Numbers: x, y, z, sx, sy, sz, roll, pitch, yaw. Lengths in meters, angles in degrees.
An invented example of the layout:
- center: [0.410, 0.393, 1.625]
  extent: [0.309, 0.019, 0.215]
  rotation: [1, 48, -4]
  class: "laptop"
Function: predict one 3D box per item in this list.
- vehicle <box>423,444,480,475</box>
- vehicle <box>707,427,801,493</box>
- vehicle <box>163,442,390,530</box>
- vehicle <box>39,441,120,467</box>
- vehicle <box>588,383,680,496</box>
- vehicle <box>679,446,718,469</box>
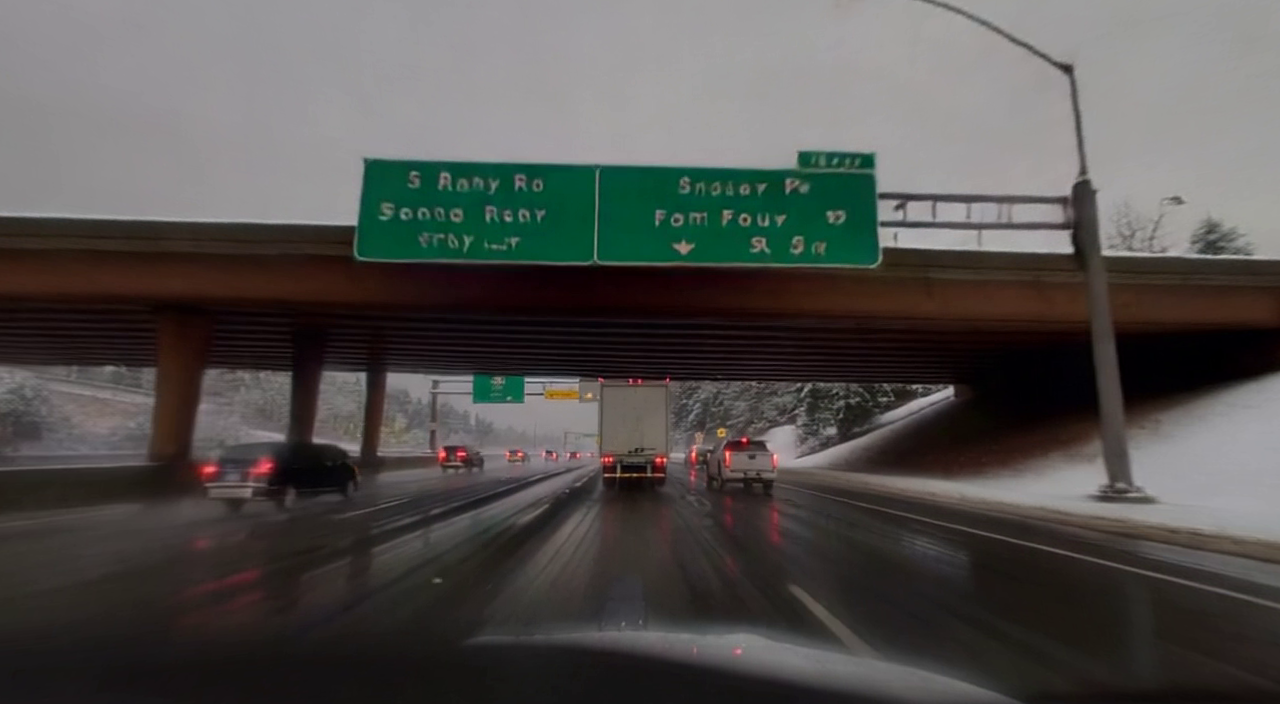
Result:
- center: [-11.621, 6.650, 39.305]
  extent: [2.119, 1.747, 5.121]
  rotation: [0, -9, -2]
  class: "vehicle"
- center: [3.740, 3.670, 21.728]
  extent: [2.174, 1.968, 5.016]
  rotation: [0, -9, -1]
  class: "vehicle"
- center: [-7.283, 2.698, 13.427]
  extent: [2.057, 1.506, 4.829]
  rotation: [0, -9, -1]
  class: "vehicle"
- center: [-34.333, 6.223, 38.766]
  extent: [1.622, 1.433, 3.904]
  rotation: [1, -7, -5]
  class: "vehicle"
- center: [-0.254, 3.587, 25.541]
  extent: [2.916, 3.584, 10.841]
  rotation: [0, -9, -1]
  class: "vehicle"
- center: [3.967, 7.333, 43.888]
  extent: [2.108, 1.508, 4.744]
  rotation: [0, -9, -2]
  class: "vehicle"
